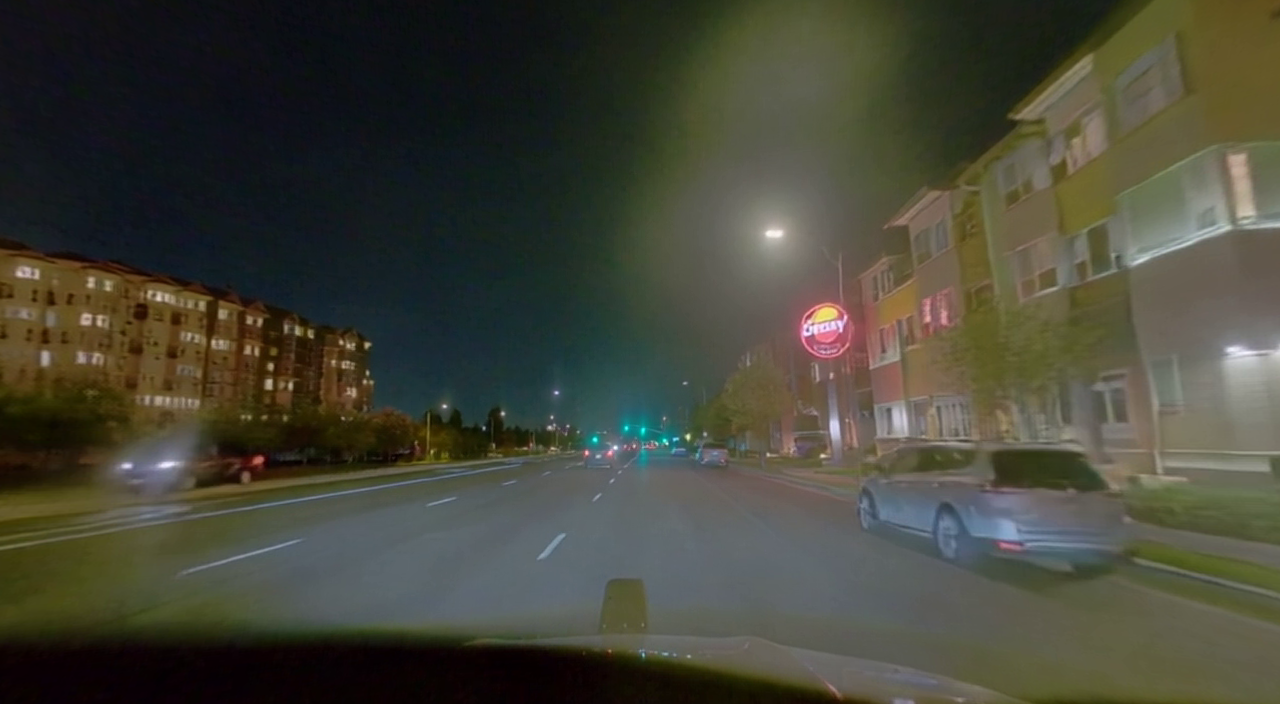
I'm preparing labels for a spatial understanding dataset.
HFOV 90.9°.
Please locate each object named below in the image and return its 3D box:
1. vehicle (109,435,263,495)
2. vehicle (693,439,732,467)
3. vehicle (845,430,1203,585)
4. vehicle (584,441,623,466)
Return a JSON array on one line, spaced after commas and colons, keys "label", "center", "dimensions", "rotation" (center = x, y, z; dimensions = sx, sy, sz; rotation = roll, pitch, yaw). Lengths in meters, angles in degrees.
[{"label": "vehicle", "center": [-14.677, 3.641, 20.713], "dimensions": [1.973, 1.742, 4.024], "rotation": [0, -8, 1]}, {"label": "vehicle", "center": [4.768, 6.700, 42.128], "dimensions": [2.067, 1.755, 4.616], "rotation": [0, -8, 1]}, {"label": "vehicle", "center": [4.501, 1.859, 8.469], "dimensions": [2.025, 1.500, 4.465], "rotation": [0, -8, 1]}, {"label": "vehicle", "center": [-2.352, 6.614, 41.347], "dimensions": [2.176, 1.543, 4.335], "rotation": [0, -8, 2]}]
